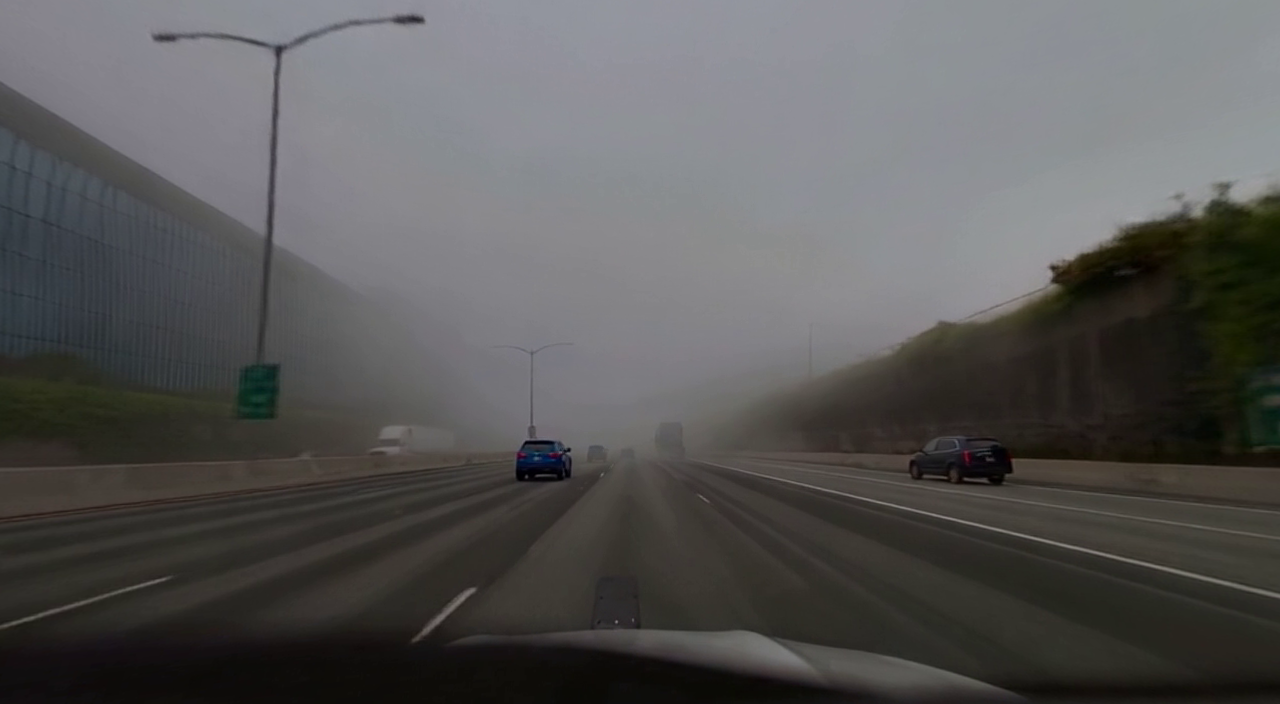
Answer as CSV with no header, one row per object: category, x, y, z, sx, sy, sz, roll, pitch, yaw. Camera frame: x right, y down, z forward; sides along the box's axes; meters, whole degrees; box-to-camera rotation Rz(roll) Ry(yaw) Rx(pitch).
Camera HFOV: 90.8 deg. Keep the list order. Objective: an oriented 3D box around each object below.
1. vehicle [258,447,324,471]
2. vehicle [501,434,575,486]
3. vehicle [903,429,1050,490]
vehicle,-23.534,7.214,42.792,1.904,1.491,4.603,0,-9,0
vehicle,-3.569,3.886,22.928,2.039,1.710,4.237,0,-9,-1
vehicle,11.132,3.622,21.489,2.089,1.787,5.080,0,-9,-1
